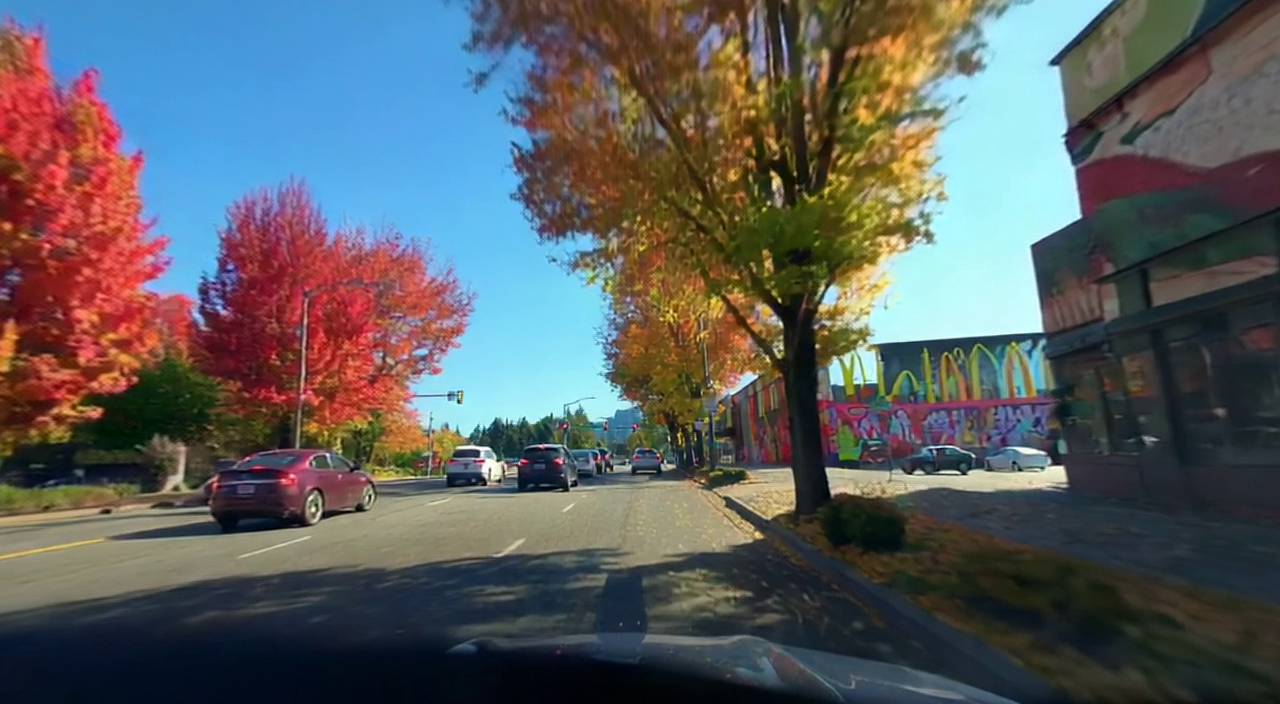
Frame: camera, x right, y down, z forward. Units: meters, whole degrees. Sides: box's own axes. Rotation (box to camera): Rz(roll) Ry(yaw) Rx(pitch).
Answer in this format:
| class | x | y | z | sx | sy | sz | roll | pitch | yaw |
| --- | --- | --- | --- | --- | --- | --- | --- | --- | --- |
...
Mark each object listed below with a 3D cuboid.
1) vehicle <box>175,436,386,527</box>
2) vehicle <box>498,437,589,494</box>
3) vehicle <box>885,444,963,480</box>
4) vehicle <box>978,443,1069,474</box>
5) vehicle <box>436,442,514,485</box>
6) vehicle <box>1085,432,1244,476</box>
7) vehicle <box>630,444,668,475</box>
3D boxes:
| class | x | y | z | sx | sy | sz | roll | pitch | yaw |
| --- | --- | --- | --- | --- | --- | --- | --- | --- | --- |
| vehicle | -7.323 | 2.649 | 13.465 | 1.932 | 1.596 | 4.247 | 0 | -9 | 1 |
| vehicle | -3.048 | 3.729 | 21.007 | 2.165 | 1.663 | 4.513 | 0 | -9 | 2 |
| vehicle | 14.193 | 5.510 | 31.827 | 1.963 | 1.703 | 4.447 | 0 | -9 | 2 |
| vehicle | 20.006 | 5.570 | 33.139 | 1.938 | 1.490 | 4.750 | 0 | -9 | 2 |
| vehicle | -7.131 | 4.851 | 27.741 | 2.069 | 1.719 | 4.441 | 0 | -9 | 2 |
| vehicle | 20.204 | 3.953 | 24.561 | 1.899 | 1.521 | 4.410 | 2 | -9 | -13 |
| vehicle | 0.537 | 6.406 | 37.718 | 2.144 | 1.704 | 4.028 | 0 | -9 | 0 |
